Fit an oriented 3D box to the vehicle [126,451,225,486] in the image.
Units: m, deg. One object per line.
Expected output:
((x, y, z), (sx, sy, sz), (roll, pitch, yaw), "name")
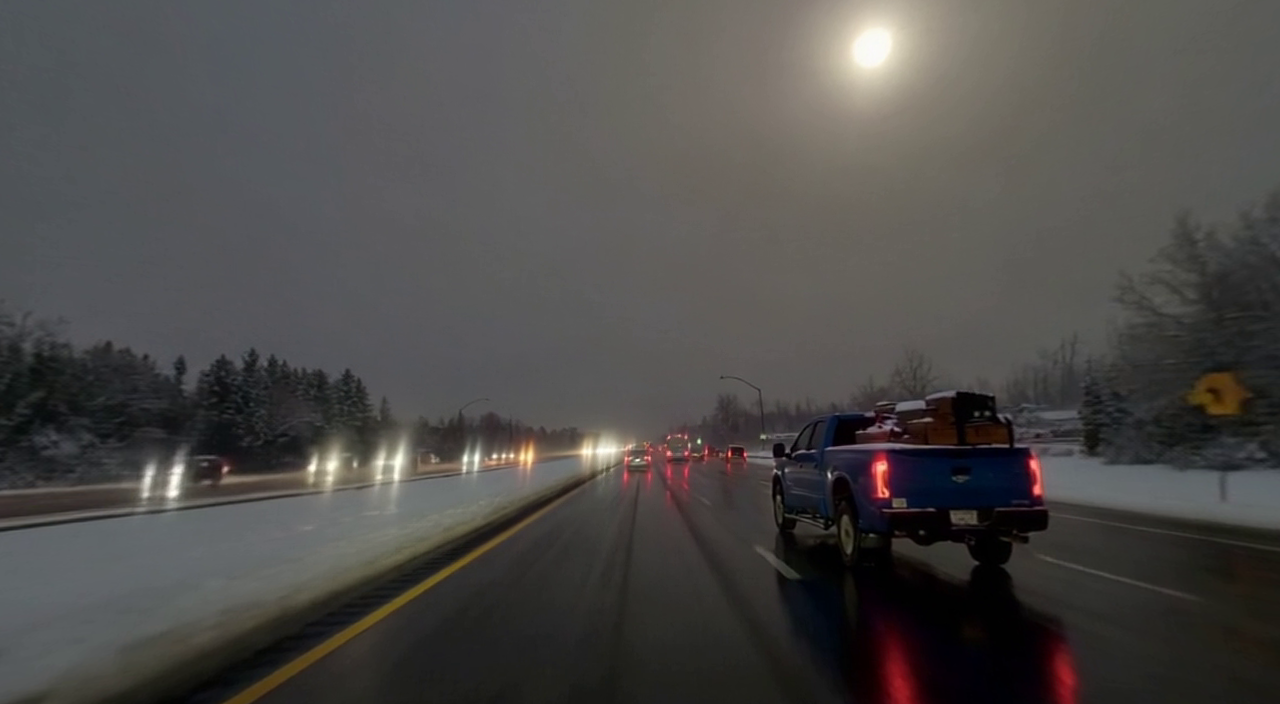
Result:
((-25.366, 6.343, 34.591), (2.027, 1.720, 4.338), (0, -9, 1), "vehicle")

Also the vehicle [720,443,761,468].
((7.226, 7.485, 45.605), (2.189, 1.704, 4.521), (0, -9, 0), "vehicle")

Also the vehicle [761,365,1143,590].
((3.432, 1.578, 8.708), (2.354, 2.079, 5.586), (0, -9, -1), "vehicle")

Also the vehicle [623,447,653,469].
((-0.106, 7.373, 43.971), (2.030, 1.473, 3.926), (0, -9, 1), "vehicle")
